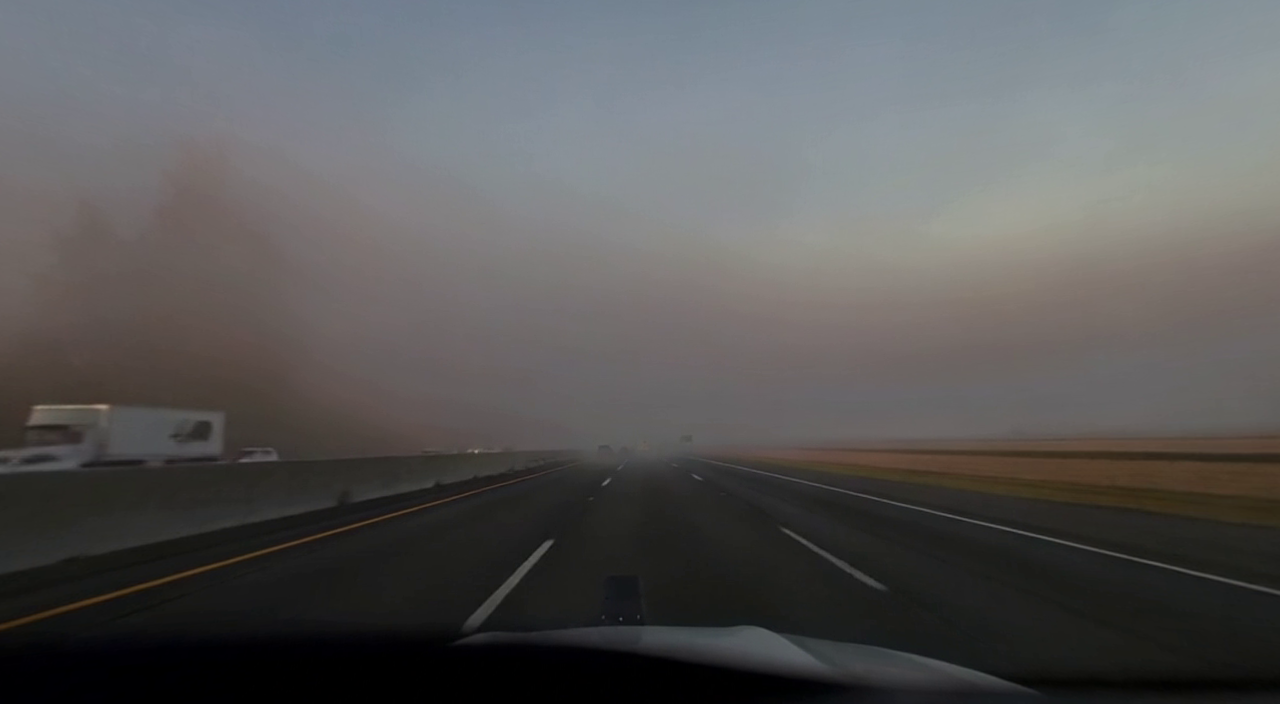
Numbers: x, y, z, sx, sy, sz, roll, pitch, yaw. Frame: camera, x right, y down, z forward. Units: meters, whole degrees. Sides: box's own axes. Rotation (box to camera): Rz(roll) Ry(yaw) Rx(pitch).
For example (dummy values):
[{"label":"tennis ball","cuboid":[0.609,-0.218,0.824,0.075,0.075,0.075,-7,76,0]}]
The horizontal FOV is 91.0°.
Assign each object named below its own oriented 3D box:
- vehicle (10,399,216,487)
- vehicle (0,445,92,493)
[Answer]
[{"label":"vehicle","cuboid":[-28.567,5.081,35.105,3.036,4.207,9.501,0,-9,1]},{"label":"vehicle","cuboid":[-24.506,4.508,24.531,1.969,1.731,4.753,0,-9,1]}]
